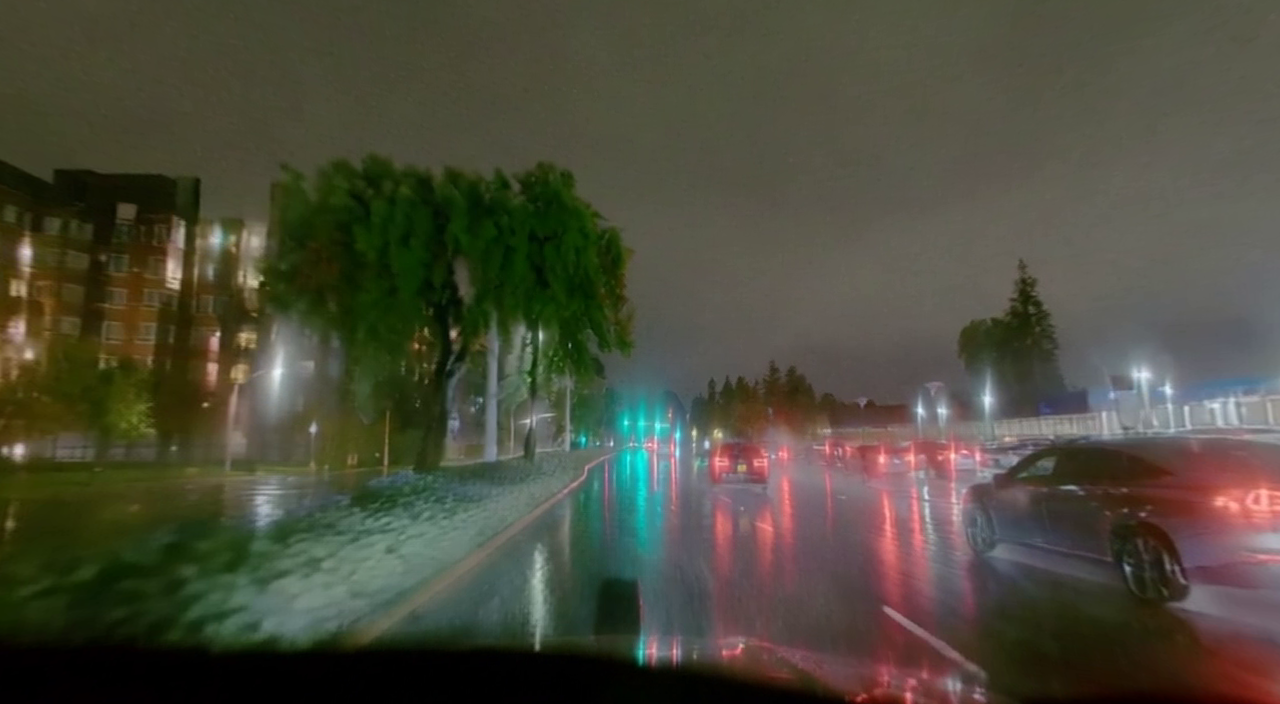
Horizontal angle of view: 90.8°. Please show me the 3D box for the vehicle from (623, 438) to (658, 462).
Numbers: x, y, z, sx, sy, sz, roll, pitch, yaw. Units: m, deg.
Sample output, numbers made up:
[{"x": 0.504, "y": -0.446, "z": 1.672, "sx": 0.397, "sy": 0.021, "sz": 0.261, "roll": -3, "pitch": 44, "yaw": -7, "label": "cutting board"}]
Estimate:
[{"x": -0.021, "y": 6.196, "z": 40.029, "sx": 2.095, "sy": 1.456, "sz": 3.873, "roll": 0, "pitch": -8, "yaw": -1, "label": "vehicle"}]

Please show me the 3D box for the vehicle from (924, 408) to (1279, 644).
[{"x": 5.011, "y": 1.415, "z": 6.081, "sx": 2.098, "sy": 1.507, "sz": 4.655, "roll": 0, "pitch": -8, "yaw": -5, "label": "vehicle"}]

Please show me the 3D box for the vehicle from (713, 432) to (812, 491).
[{"x": 3.483, "y": 3.227, "z": 18.954, "sx": 1.953, "sy": 1.514, "sz": 4.672, "roll": 0, "pitch": -8, "yaw": -1, "label": "vehicle"}]

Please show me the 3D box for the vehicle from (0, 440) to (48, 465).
[{"x": -37.931, "y": 5.983, "z": 37.544, "sx": 3.747, "sy": 1.422, "sz": 1.643, "roll": 1, "pitch": -9, "yaw": -1, "label": "vehicle"}]

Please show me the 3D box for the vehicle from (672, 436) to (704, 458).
[{"x": 3.697, "y": 7.392, "z": 49.046, "sx": 2.041, "sy": 1.611, "sz": 4.426, "roll": 0, "pitch": -8, "yaw": -1, "label": "vehicle"}]
